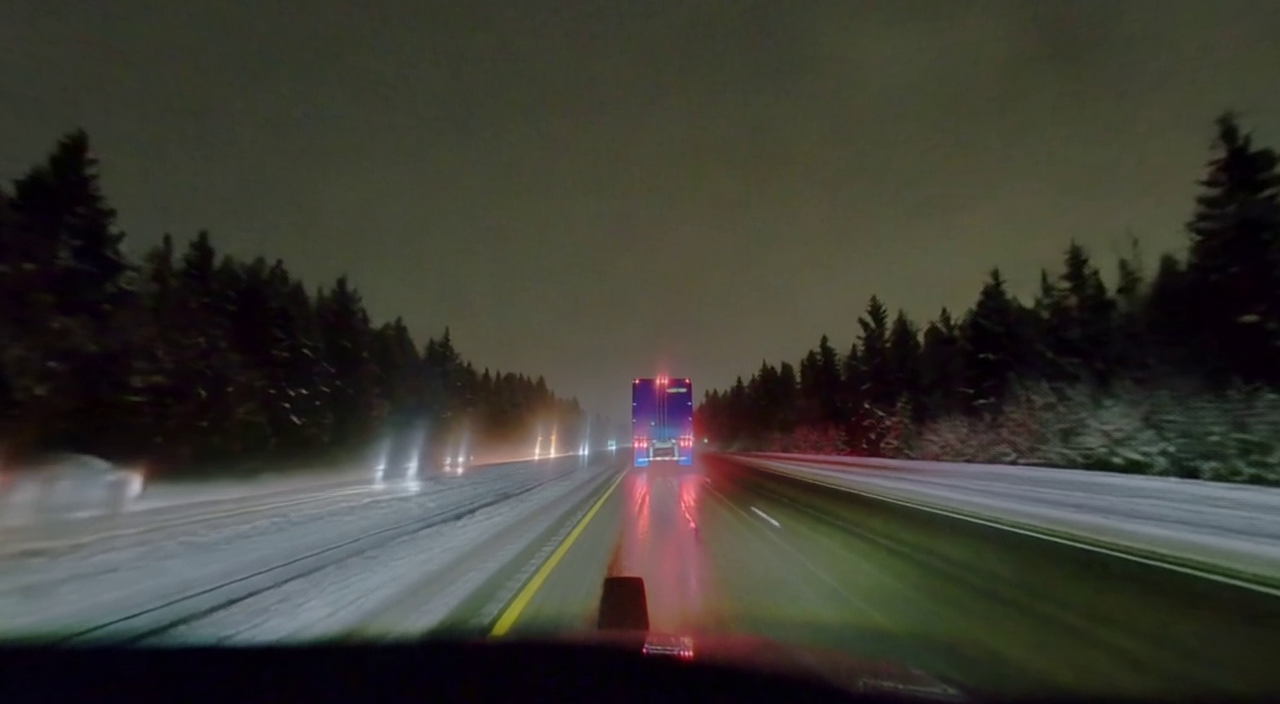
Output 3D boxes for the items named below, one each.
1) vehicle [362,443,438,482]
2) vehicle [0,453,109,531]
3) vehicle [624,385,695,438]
[{"bbox_3d":[-11.360,5.216,30.096,1.873,1.712,4.097,0,-8,2],"label":"vehicle"},{"bbox_3d":[-14.679,3.125,14.014,1.869,1.620,4.362,-2,-8,0],"label":"vehicle"},{"bbox_3d":[0.659,2.488,25.321,2.509,1.890,4.732,0,-8,-2],"label":"vehicle"}]
